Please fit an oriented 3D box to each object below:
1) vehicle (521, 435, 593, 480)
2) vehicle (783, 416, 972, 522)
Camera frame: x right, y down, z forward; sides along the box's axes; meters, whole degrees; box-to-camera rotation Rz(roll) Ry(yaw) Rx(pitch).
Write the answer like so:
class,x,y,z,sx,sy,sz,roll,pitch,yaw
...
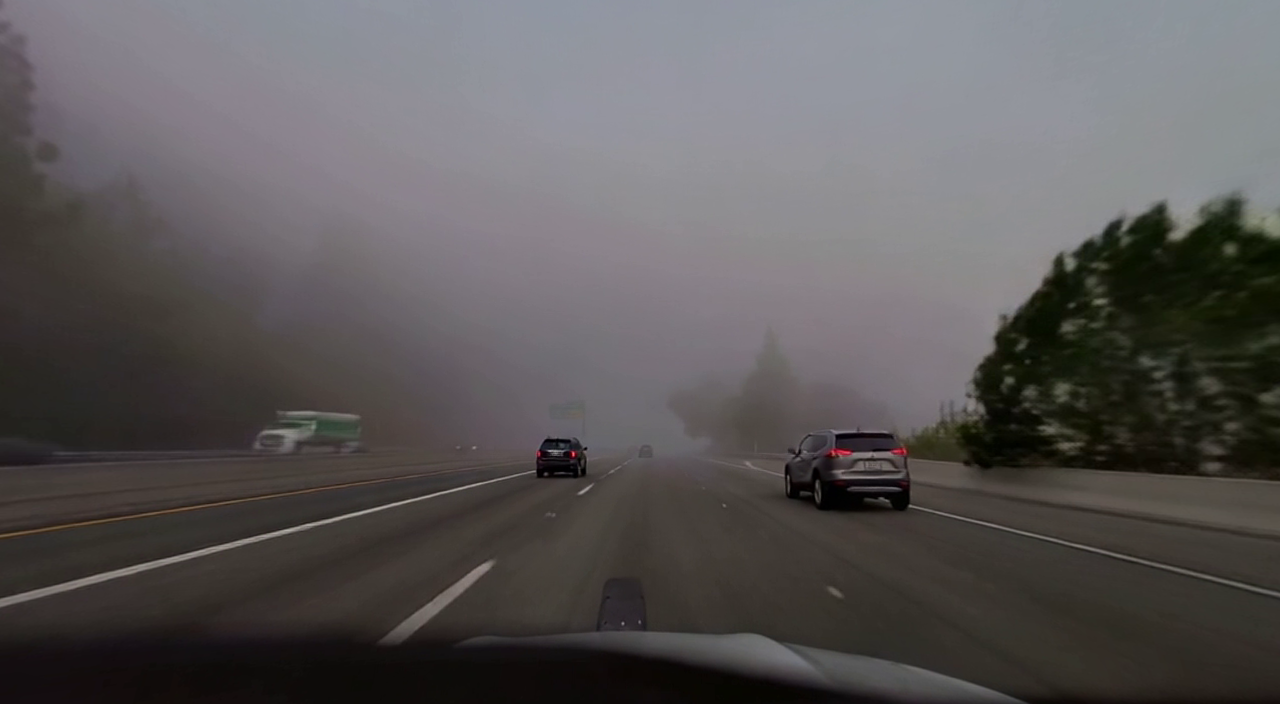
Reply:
class,x,y,z,sx,sy,sz,roll,pitch,yaw
vehicle,-3.159,4.130,24.825,2.166,1.608,4.297,0,-8,2
vehicle,4.562,2.323,12.993,2.149,1.796,4.487,0,-8,0
